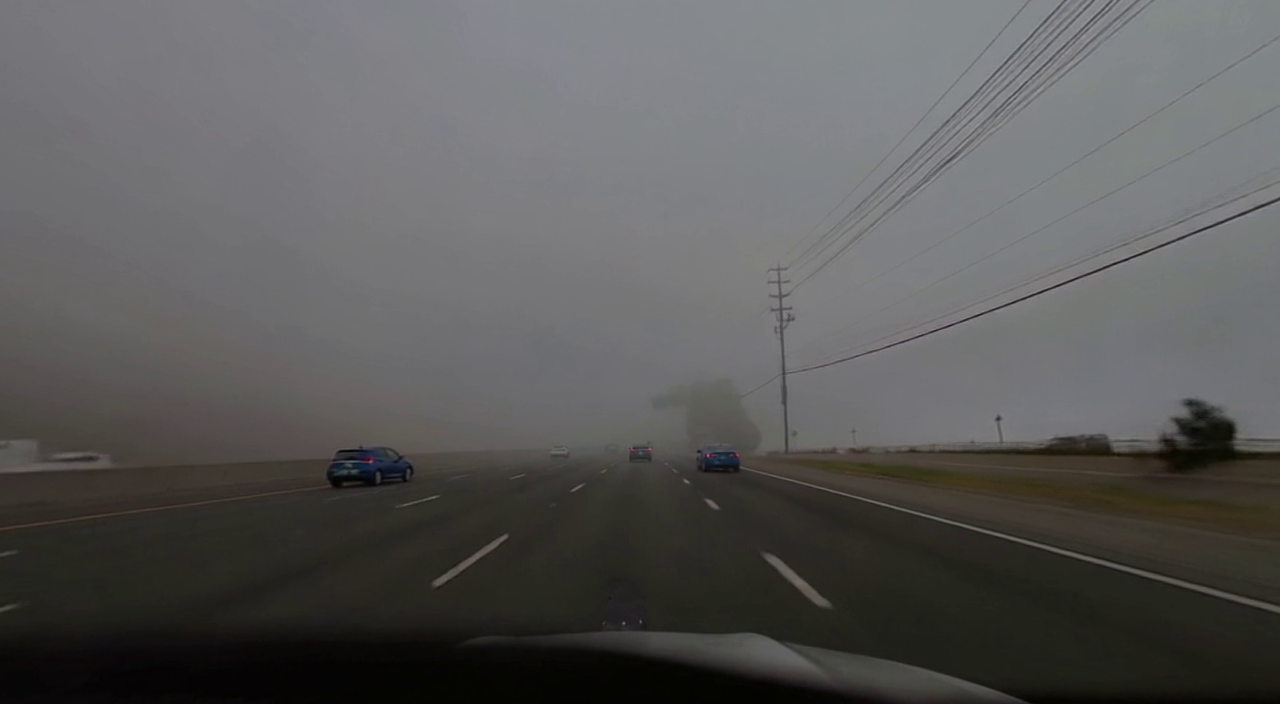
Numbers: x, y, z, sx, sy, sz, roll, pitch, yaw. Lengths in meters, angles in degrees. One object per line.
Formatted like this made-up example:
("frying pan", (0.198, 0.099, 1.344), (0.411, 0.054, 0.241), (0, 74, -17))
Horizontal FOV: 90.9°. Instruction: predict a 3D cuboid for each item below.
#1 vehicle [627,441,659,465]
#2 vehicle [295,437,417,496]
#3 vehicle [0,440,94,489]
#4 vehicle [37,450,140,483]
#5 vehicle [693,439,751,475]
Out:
("vehicle", (0.213, 6.710, 41.970), (2.036, 1.474, 3.969), (0, -8, 0))
("vehicle", (-10.364, 4.201, 23.545), (2.241, 1.810, 4.966), (-4, -8, 1))
("vehicle", (-41.492, 7.293, 41.178), (3.309, 2.970, 9.091), (0, -8, 2))
("vehicle", (-33.662, 6.967, 38.689), (2.025, 1.792, 4.533), (-1, -8, 3))
("vehicle", (3.730, 4.884, 29.494), (2.060, 1.526, 4.387), (0, -8, -1))
